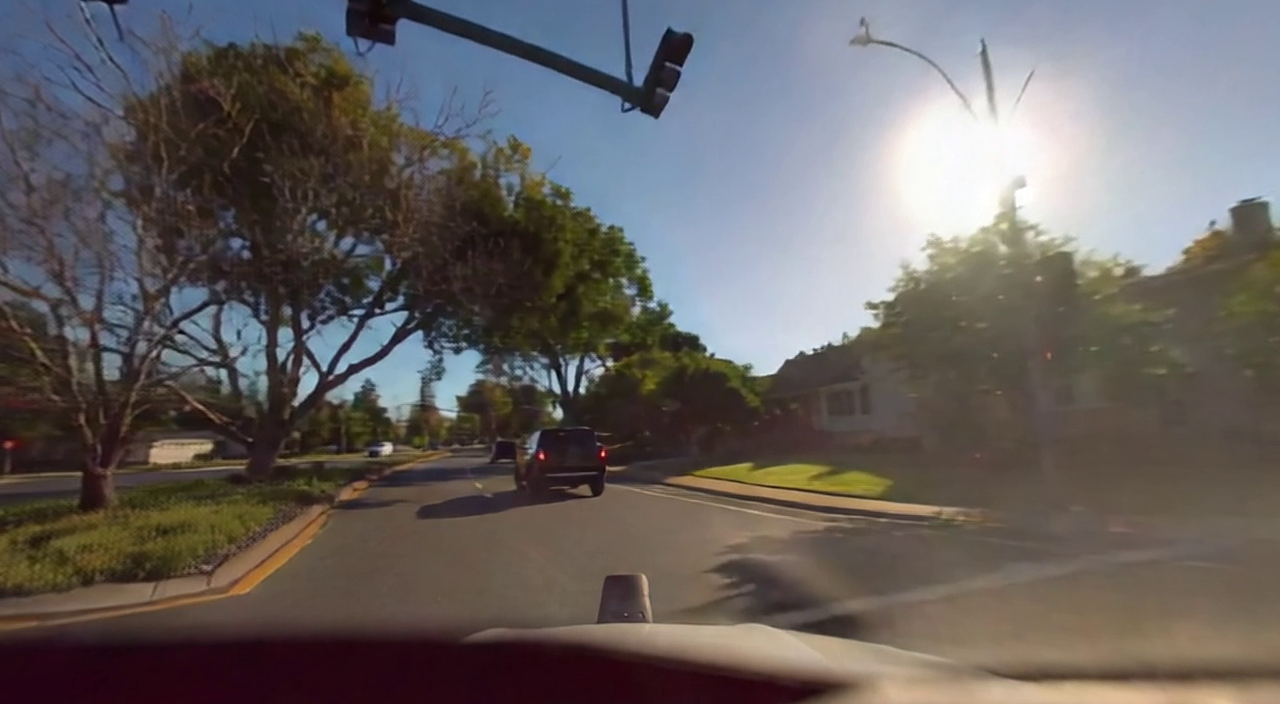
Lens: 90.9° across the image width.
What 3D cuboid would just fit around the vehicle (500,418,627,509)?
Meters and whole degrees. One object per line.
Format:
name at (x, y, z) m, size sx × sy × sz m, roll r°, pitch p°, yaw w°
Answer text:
vehicle at (-2.062, 2.662, 15.564) m, size 2.141 × 1.833 × 4.704 m, roll 3°, pitch -9°, yaw -19°

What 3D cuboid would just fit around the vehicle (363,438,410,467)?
vehicle at (-16.134, 6.411, 40.295) m, size 2.063 × 1.721 × 4.261 m, roll 2°, pitch -8°, yaw -12°
